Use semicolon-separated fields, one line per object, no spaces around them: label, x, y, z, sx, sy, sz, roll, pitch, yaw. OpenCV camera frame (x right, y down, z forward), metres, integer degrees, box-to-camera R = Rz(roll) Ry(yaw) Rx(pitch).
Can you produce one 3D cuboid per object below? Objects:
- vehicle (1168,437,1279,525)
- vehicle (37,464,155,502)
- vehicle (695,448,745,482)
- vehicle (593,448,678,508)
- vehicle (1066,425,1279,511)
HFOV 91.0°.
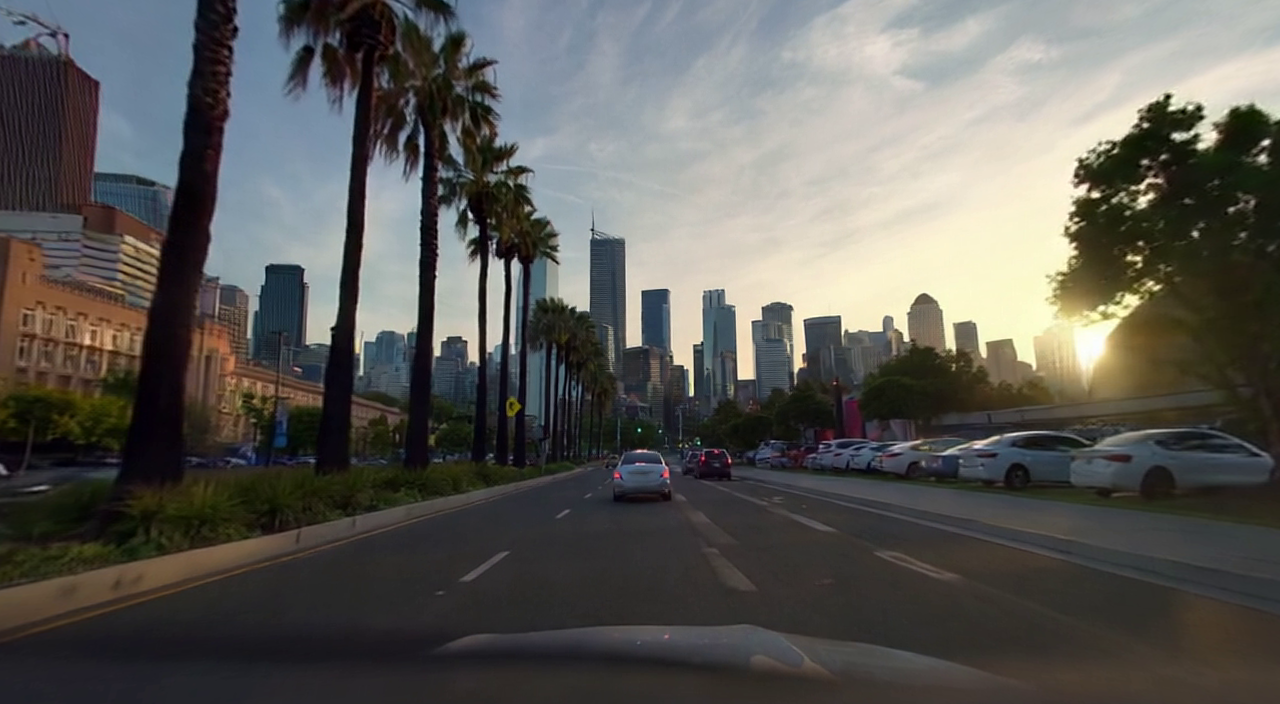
vehicle;13.054;2.364;11.798;4.363;1.488;2.248;1;-9;-3
vehicle;-26.569;6.375;30.965;1.913;1.604;4.331;0;-9;0
vehicle;4.422;6.304;35.479;2.136;1.774;4.778;0;-9;0
vehicle;-0.082;3.611;18.486;2.235;1.528;3.876;0;-9;1
vehicle;12.909;2.597;14.388;4.696;1.776;2.253;0;-9;-3
